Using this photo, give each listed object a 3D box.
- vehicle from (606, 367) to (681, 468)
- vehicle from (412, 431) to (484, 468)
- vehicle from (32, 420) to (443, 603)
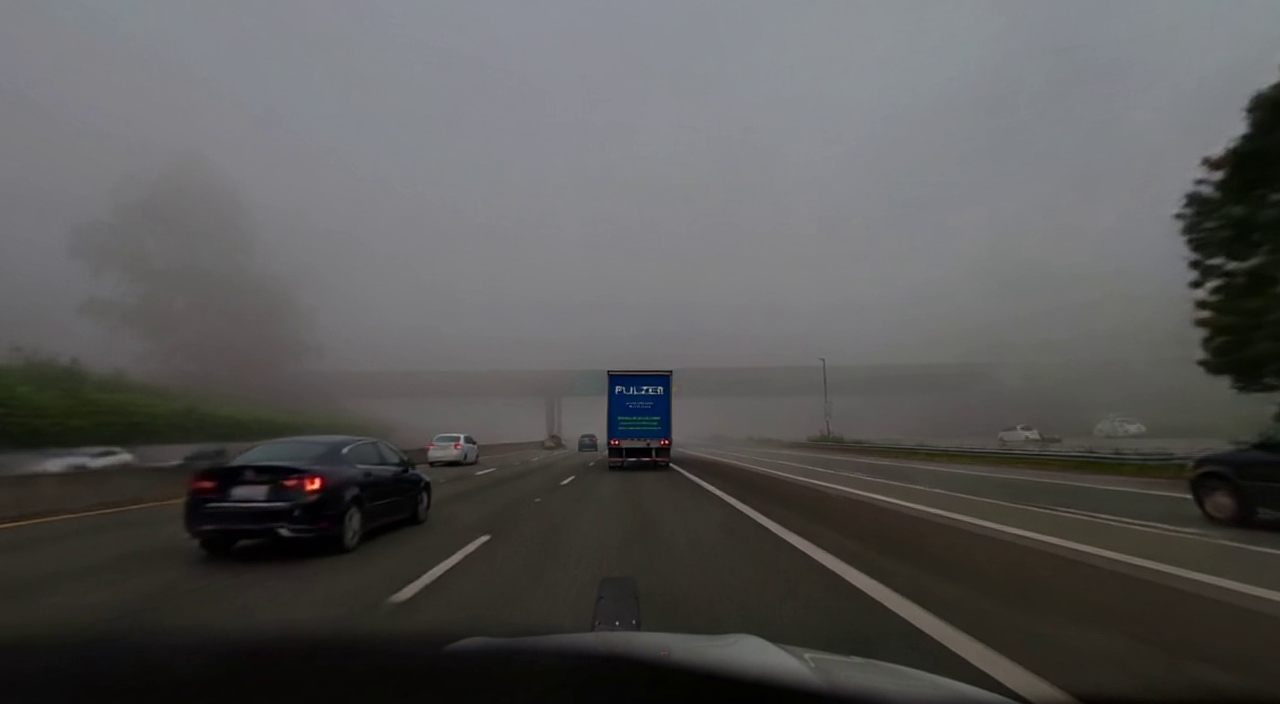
[{"bbox_3d":[-0.035,3.370,30.690,2.926,3.959,11.818,0,-8,-2],"label":"vehicle"},{"bbox_3d":[-8.591,4.394,28.597,2.041,1.566,3.986,0,-8,0],"label":"vehicle"},{"bbox_3d":[-3.868,1.554,7.158,1.943,1.446,4.158,0,-8,0],"label":"vehicle"}]
